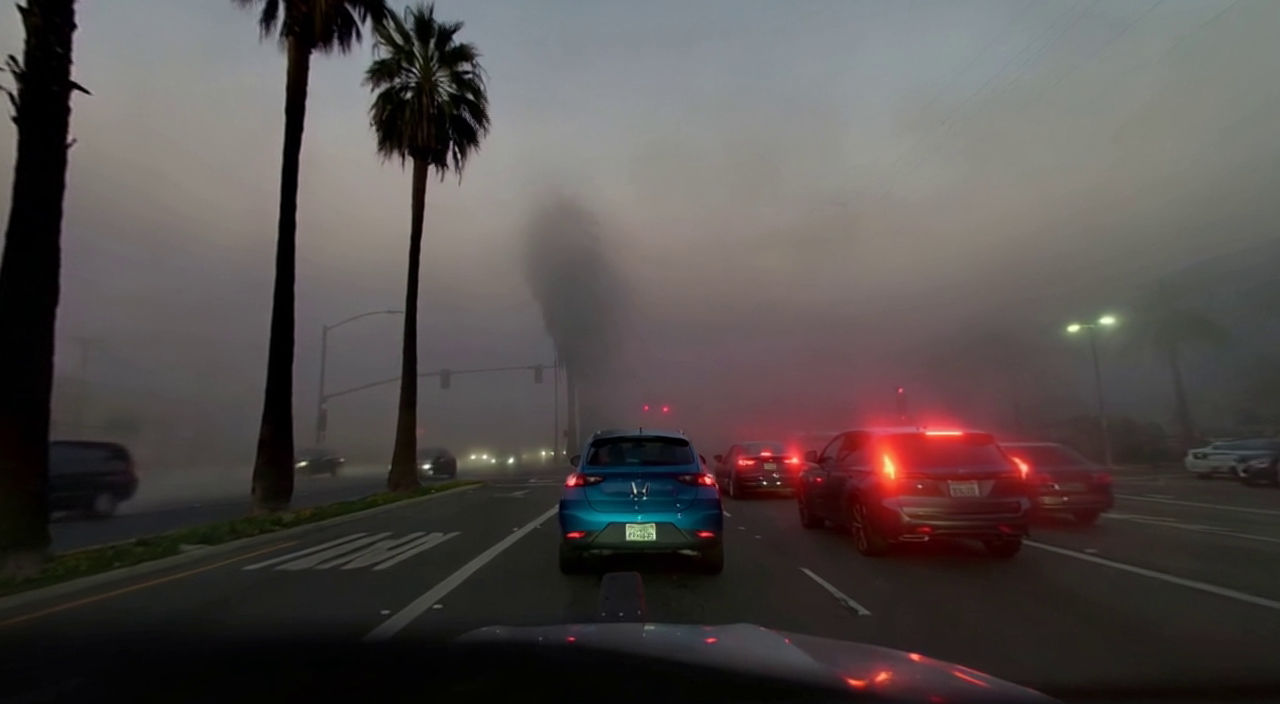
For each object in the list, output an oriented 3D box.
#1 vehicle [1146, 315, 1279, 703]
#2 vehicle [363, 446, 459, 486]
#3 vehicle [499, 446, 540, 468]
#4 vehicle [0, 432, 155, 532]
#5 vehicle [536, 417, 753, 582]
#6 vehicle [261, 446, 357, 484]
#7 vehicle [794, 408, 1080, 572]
[{"bbox_3d":[3.393,0.471,0.258,2.171,1.806,5.058,0,-9,0],"label":"vehicle"},{"bbox_3d":[-9.180,4.602,25.813,2.168,1.462,4.505,0,-9,1],"label":"vehicle"},{"bbox_3d":[-8.625,7.574,45.595,1.975,1.478,4.670,0,-9,0],"label":"vehicle"},{"bbox_3d":[-12.593,2.533,12.640,2.180,1.776,4.521,0,-9,-1],"label":"vehicle"},{"bbox_3d":[0.033,1.729,8.164,2.083,1.572,4.021,0,-9,0],"label":"vehicle"},{"bbox_3d":[-16.416,5.582,31.646,2.167,1.737,4.824,0,-9,0],"label":"vehicle"},{"bbox_3d":[3.665,1.776,8.840,1.947,1.725,4.159,0,-9,0],"label":"vehicle"}]
